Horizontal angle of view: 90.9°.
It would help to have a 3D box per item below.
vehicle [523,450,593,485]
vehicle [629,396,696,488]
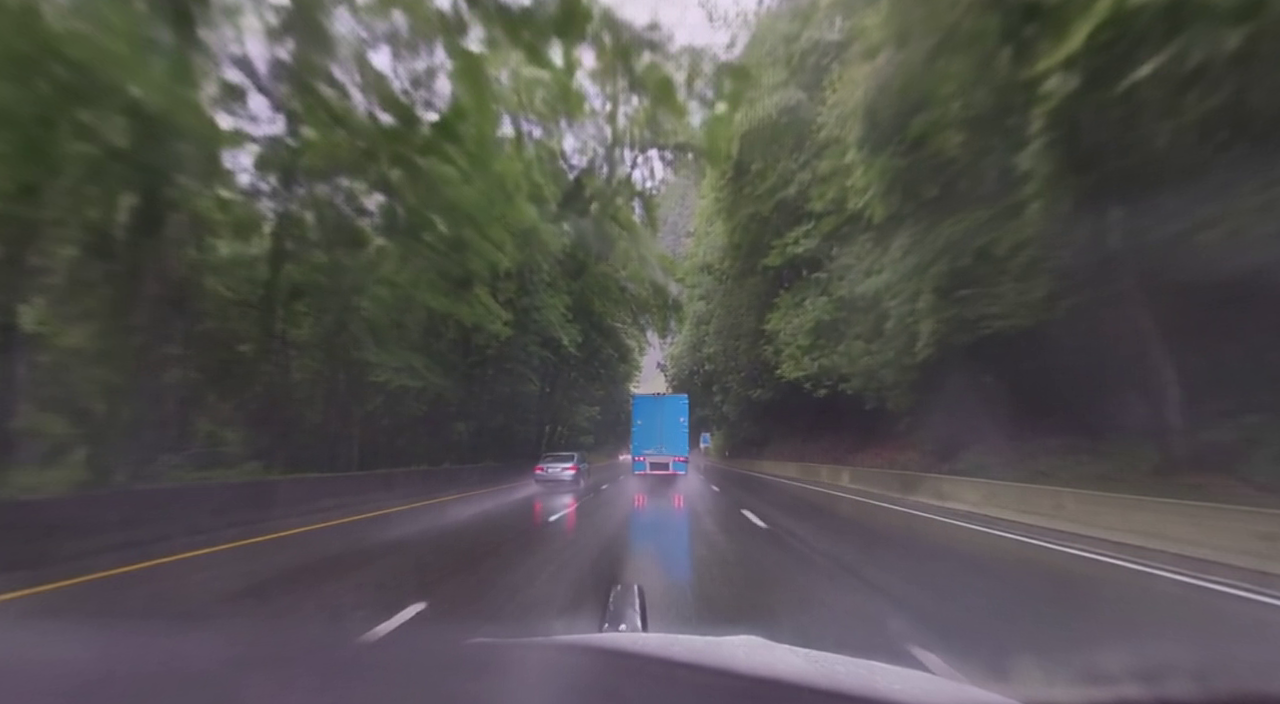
[{"bbox_3d":[-3.432,4.947,27.341,2.133,1.358,4.870,0,-9,3],"label":"vehicle"},{"bbox_3d":[1.185,4.491,31.289,2.821,3.878,8.925,0,-9,3],"label":"vehicle"}]
